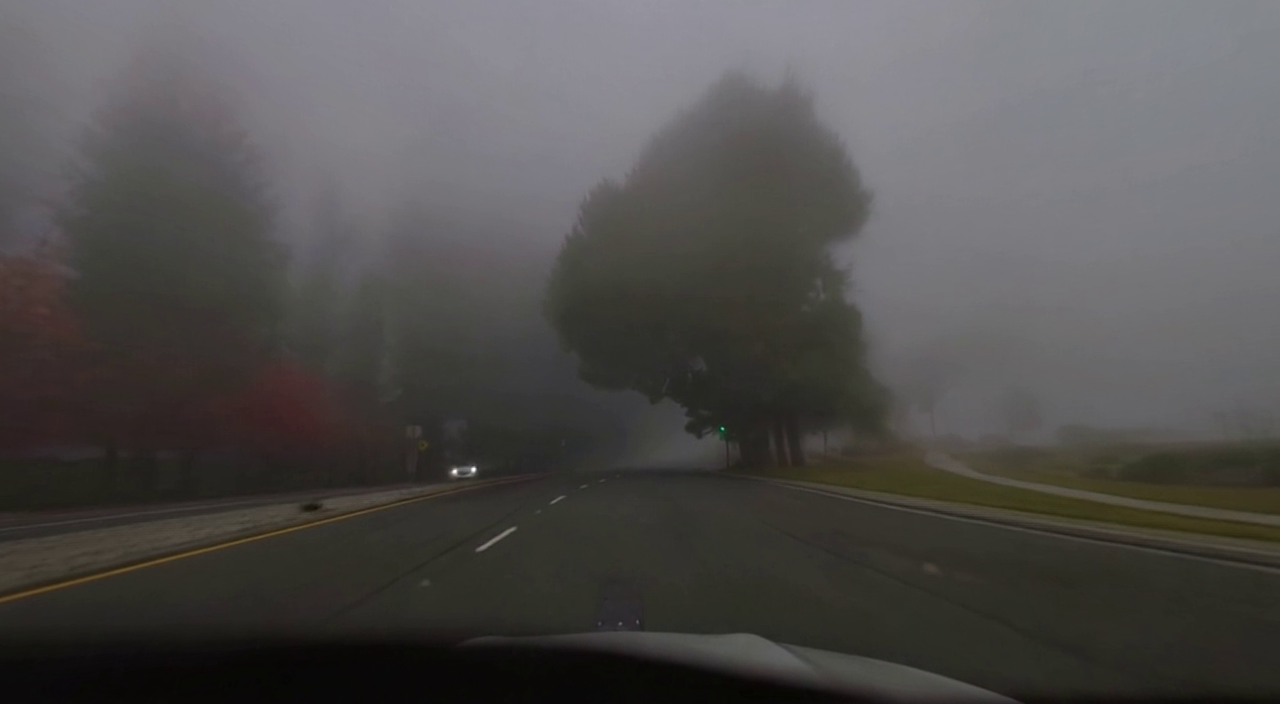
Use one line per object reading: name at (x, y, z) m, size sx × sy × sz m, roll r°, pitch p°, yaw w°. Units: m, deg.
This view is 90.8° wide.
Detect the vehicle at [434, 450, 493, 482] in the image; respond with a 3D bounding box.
vehicle at (-10.974, 7.102, 39.749) m, size 2.113 × 1.788 × 4.701 m, roll -2°, pitch -9°, yaw 4°
